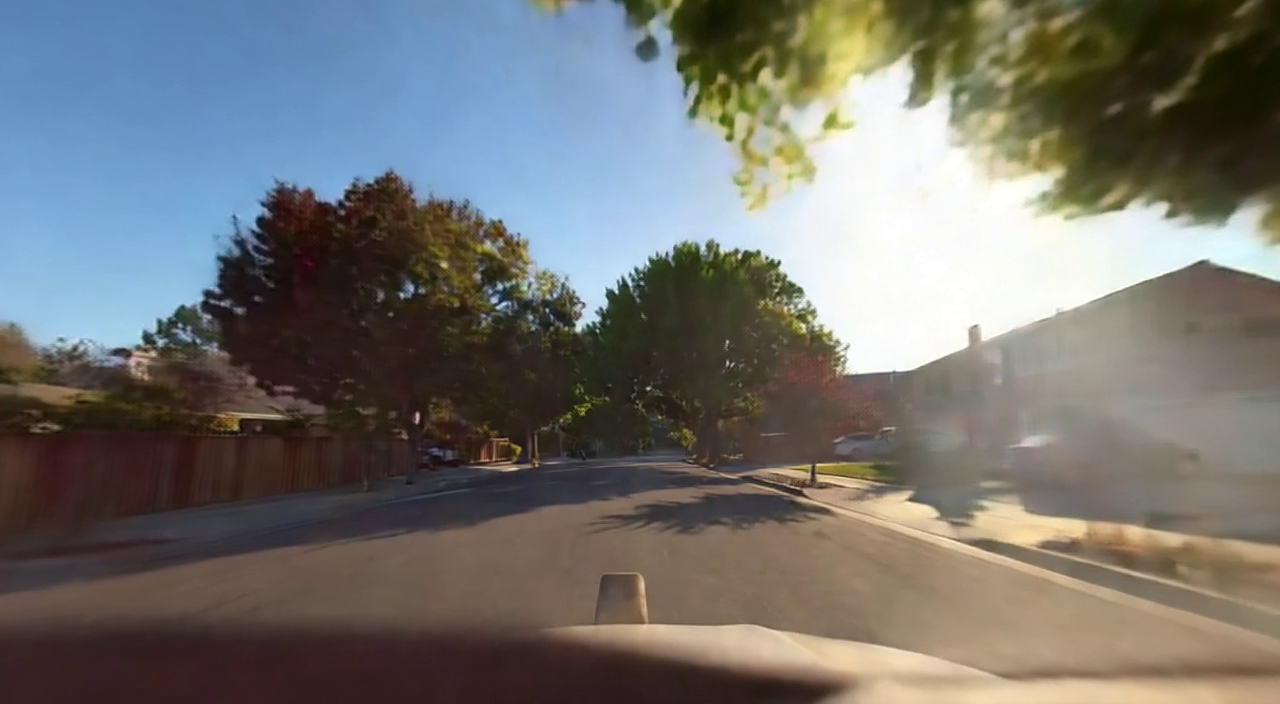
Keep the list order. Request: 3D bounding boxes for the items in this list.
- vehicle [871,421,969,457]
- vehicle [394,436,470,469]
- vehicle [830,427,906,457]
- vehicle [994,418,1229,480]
[{"bbox_3d":[14.249,4.477,32.390,4.261,1.725,1.955,-2,-9,14],"label":"vehicle"},{"bbox_3d":[-12.737,6.104,38.529,4.656,1.835,2.039,-6,-11,37],"label":"vehicle"},{"bbox_3d":[12.871,5.117,35.875,3.780,1.601,2.025,-2,-9,13],"label":"vehicle"},{"bbox_3d":[11.740,2.456,15.990,4.415,1.457,1.797,0,-8,1],"label":"vehicle"}]
